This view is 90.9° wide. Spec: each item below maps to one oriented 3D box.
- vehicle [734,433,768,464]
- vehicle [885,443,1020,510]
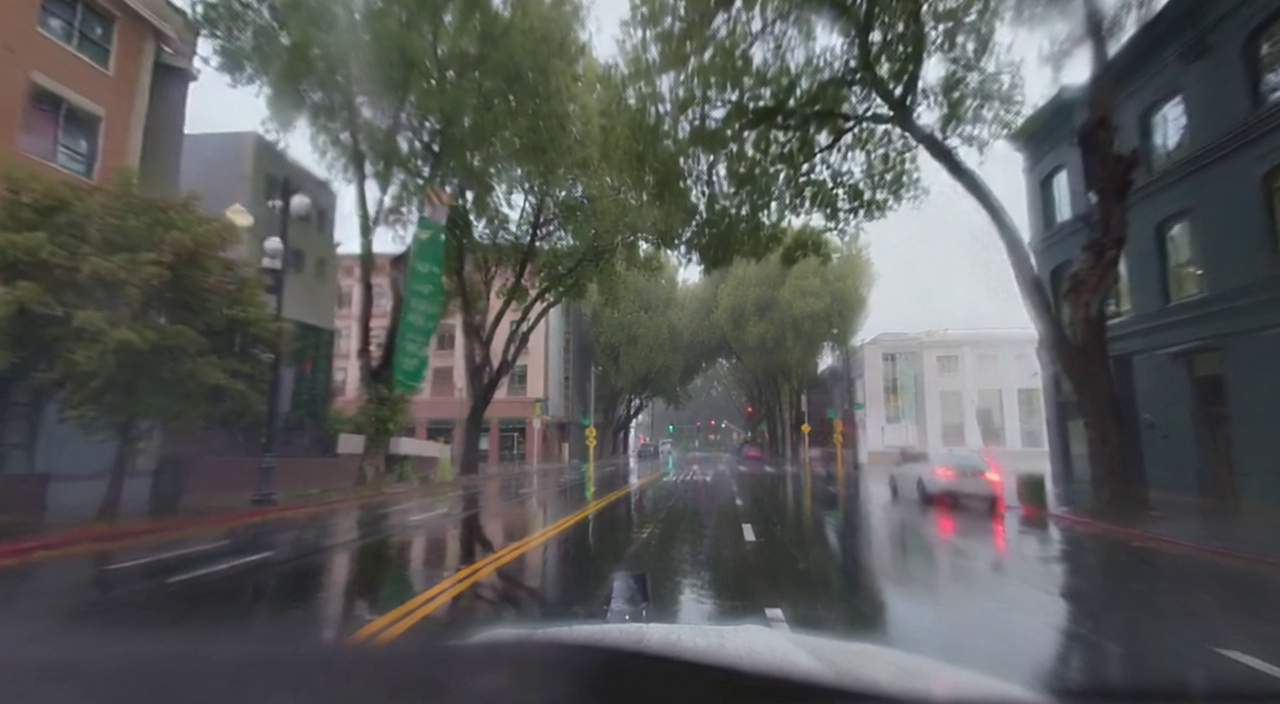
[{"bbox_3d":[7.510,6.550,43.001,1.971,1.919,4.748,0,-8,7],"label":"vehicle"},{"bbox_3d":[7.965,3.152,16.532,1.759,1.488,4.124,0,-8,6],"label":"vehicle"}]
